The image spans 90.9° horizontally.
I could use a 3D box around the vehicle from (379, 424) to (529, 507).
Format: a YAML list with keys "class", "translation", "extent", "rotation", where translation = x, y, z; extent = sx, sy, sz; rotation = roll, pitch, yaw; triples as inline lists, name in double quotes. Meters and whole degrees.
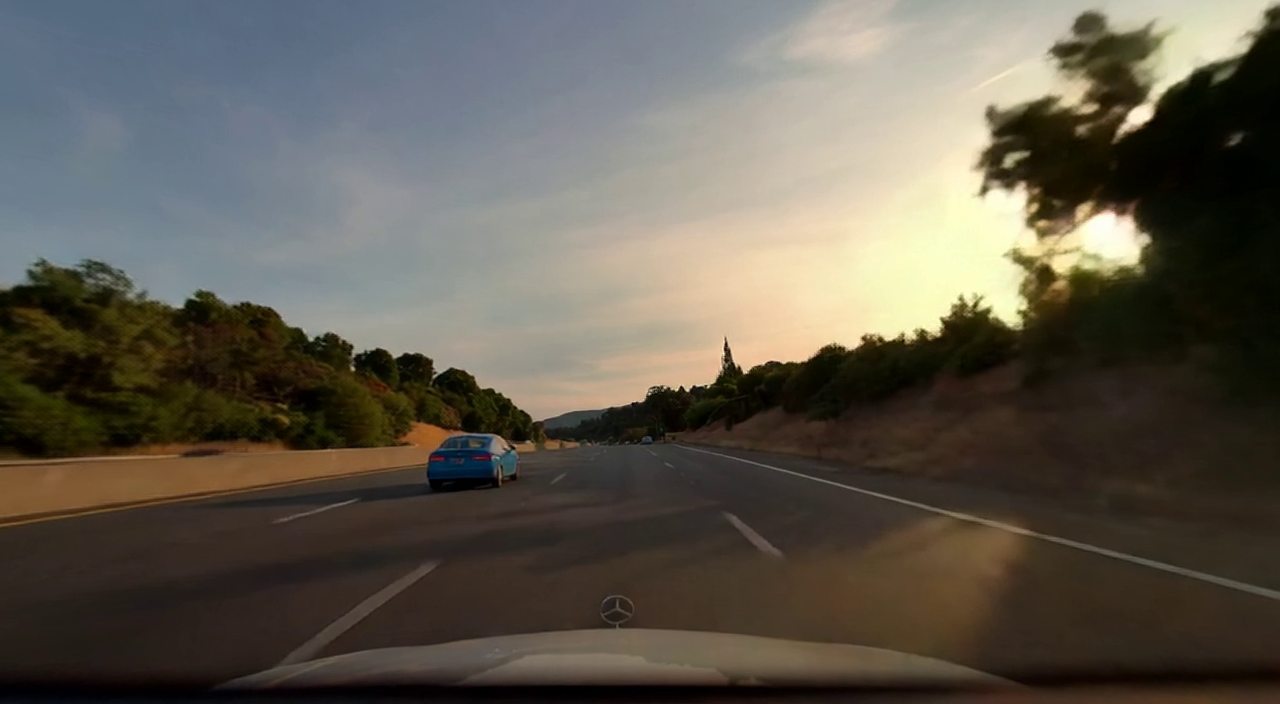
- class: "vehicle"
  translation: [-3.817, 2.390, 13.844]
  extent: [2.026, 1.517, 4.325]
  rotation: [0, -8, -1]
